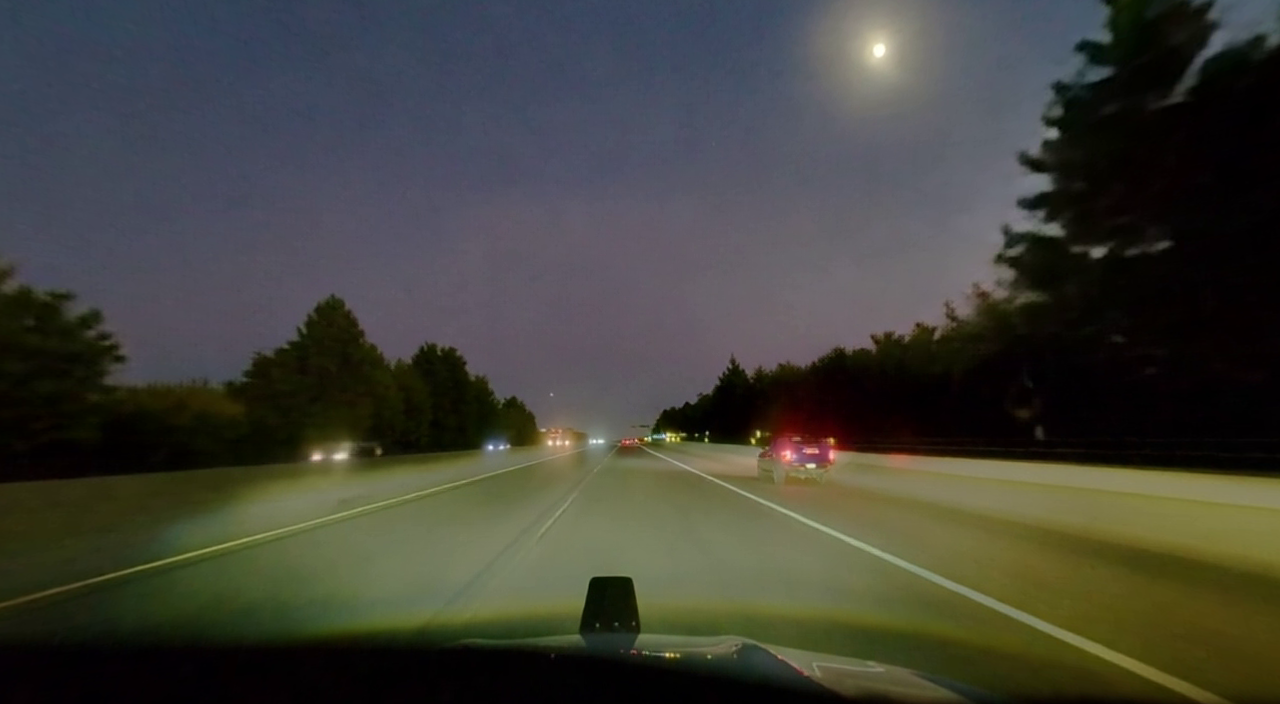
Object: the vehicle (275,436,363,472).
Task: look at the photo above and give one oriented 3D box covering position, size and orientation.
[{"bbox_3d":[-16.761,5.320,33.175,2.037,1.742,4.985,0,-8,0],"label":"vehicle"}]
